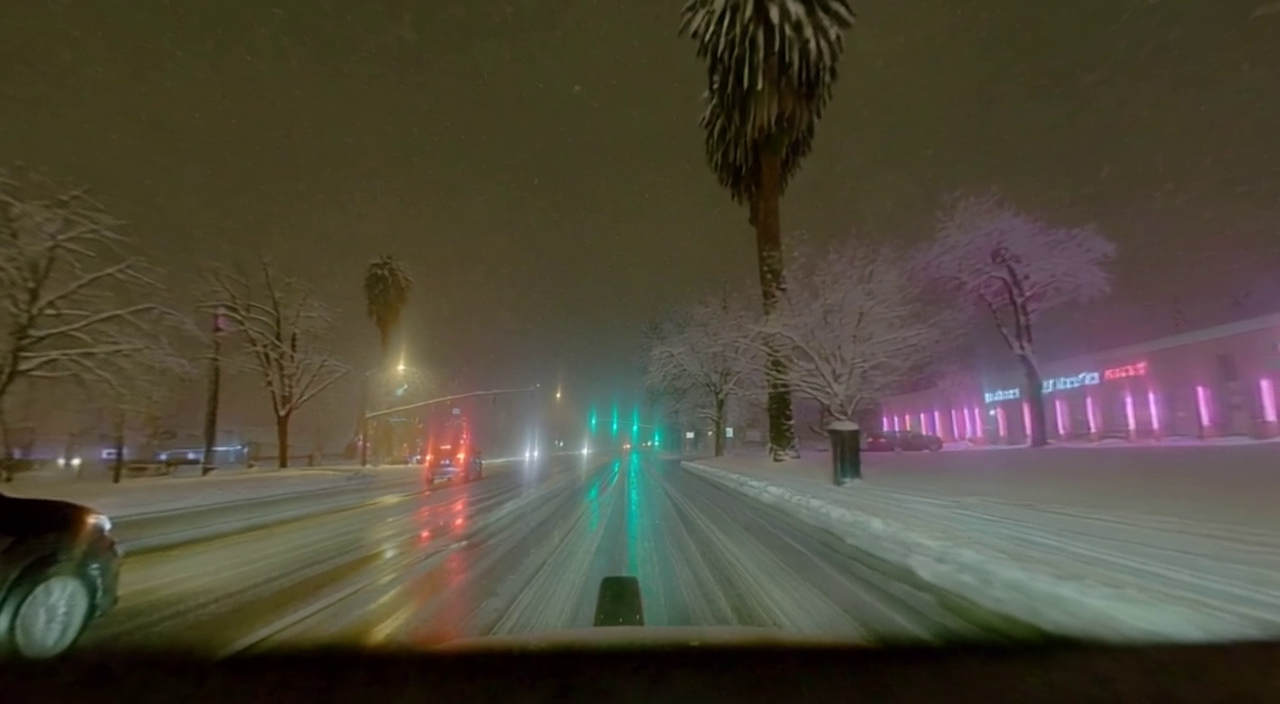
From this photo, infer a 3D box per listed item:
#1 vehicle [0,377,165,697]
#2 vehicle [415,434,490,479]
[{"bbox_3d":[-4.370,0.814,2.268,2.041,1.666,4.182,1,-8,-1],"label":"vehicle"},{"bbox_3d":[-8.296,4.679,28.339,2.136,1.844,4.363,1,-8,-2],"label":"vehicle"}]
